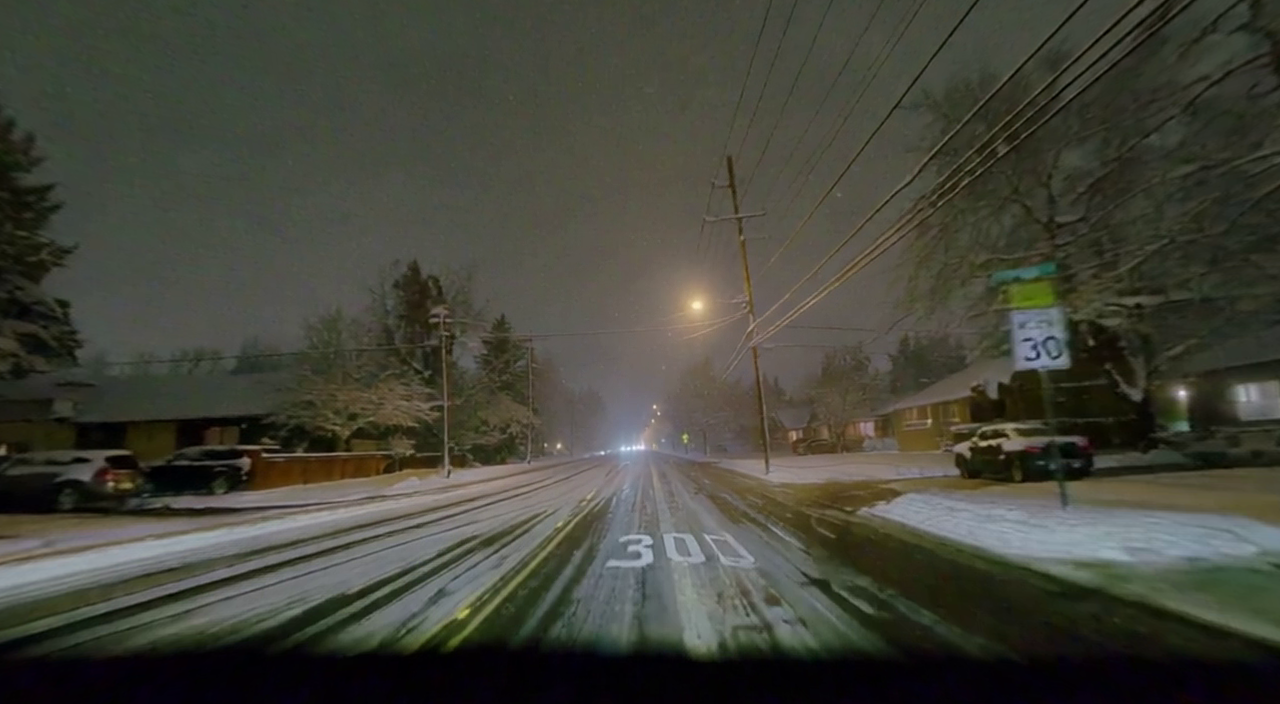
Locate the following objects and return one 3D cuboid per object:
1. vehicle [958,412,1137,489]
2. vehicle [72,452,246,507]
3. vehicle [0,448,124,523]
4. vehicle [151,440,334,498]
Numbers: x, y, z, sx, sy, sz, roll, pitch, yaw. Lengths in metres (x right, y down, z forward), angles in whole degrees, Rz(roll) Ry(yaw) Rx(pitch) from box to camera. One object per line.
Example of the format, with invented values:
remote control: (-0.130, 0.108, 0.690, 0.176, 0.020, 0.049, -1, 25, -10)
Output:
vehicle: (11.585, 2.900, 18.538, 1.965, 1.680, 5.338, -8, -10, 5)
vehicle: (-14.918, 3.897, 19.629, 4.195, 1.497, 2.291, -3, -10, 20)
vehicle: (-15.910, 3.385, 16.536, 4.191, 1.594, 2.309, -4, -9, 31)
vehicle: (-14.008, 4.063, 22.336, 5.038, 1.774, 2.764, -2, -8, 18)
